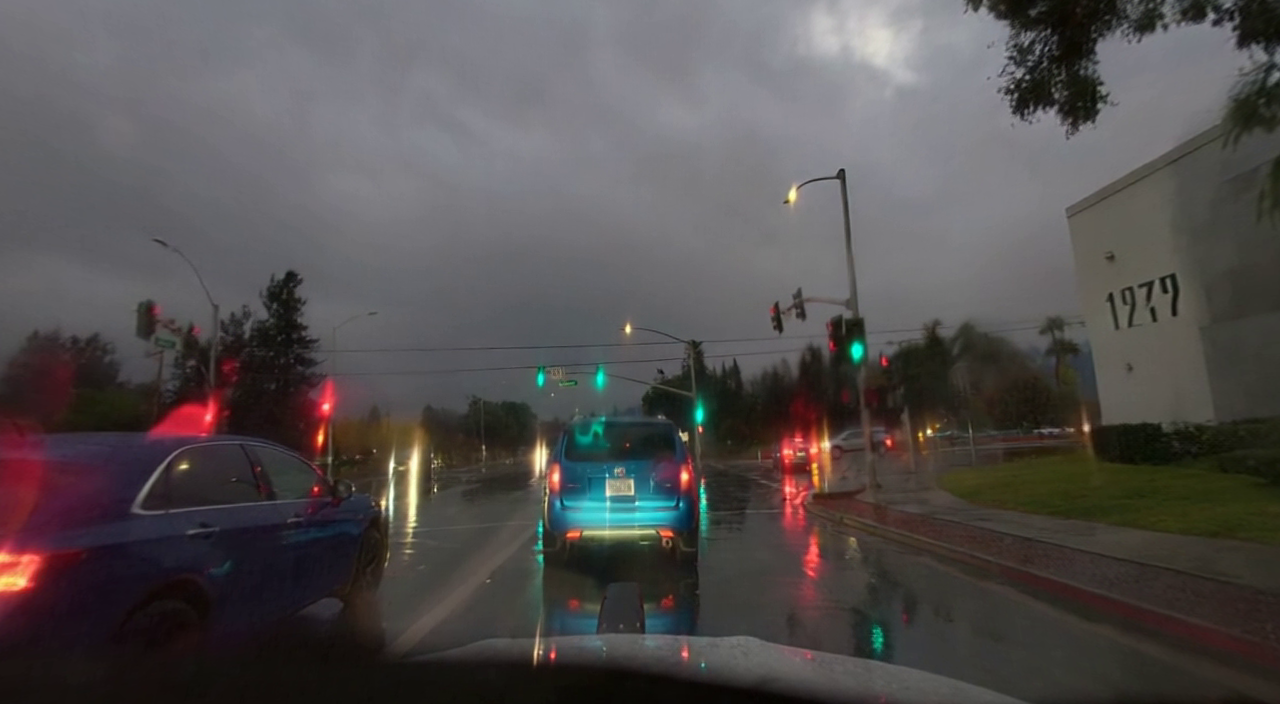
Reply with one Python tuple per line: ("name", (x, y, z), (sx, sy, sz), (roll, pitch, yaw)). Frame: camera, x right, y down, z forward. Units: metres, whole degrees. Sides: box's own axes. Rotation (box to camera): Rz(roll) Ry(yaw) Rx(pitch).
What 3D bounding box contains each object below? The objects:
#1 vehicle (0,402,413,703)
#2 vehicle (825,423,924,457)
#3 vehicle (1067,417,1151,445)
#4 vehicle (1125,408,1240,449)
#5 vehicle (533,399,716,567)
("vehicle", (-3.374, 1.264, 4.554), (2.011, 1.527, 4.008), (0, -8, -1))
("vehicle", (13.051, 4.910, 35.197), (4.872, 1.806, 2.107), (3, -9, -20))
("vehicle", (27.736, 4.693, 37.386), (3.830, 1.545, 2.006), (3, -9, -18))
("vehicle", (29.383, 4.129, 34.243), (5.215, 1.967, 2.392), (1, -8, -22))
("vehicle", (-0.176, 1.796, 9.343), (2.059, 1.877, 4.249), (0, -8, 0))
